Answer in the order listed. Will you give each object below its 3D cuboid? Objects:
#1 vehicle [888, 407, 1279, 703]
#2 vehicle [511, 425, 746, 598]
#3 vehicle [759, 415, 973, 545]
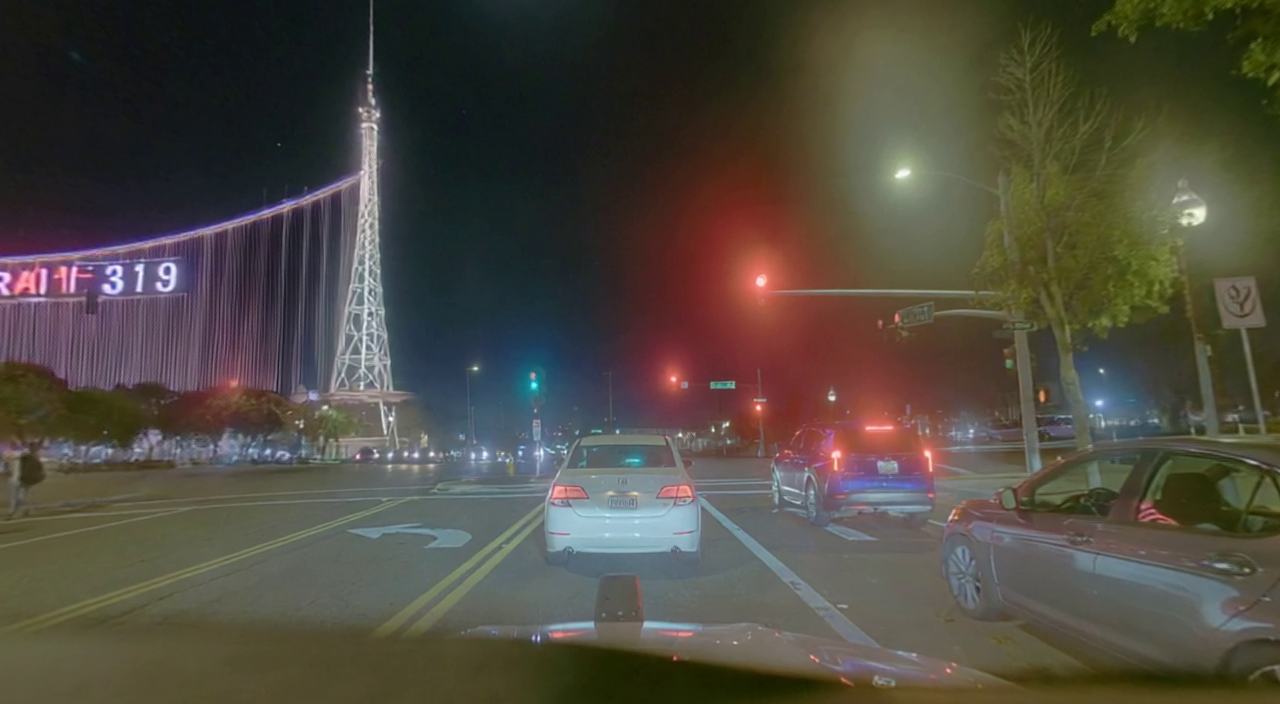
[{"bbox_3d":[3.383,1.183,4.012,1.833,1.465,4.258,0,-8,-1],"label":"vehicle"},{"bbox_3d":[-0.104,1.706,7.583,2.096,1.521,3.747,0,-8,0],"label":"vehicle"},{"bbox_3d":[3.506,2.084,10.947,1.978,1.738,4.599,0,-8,0],"label":"vehicle"}]
